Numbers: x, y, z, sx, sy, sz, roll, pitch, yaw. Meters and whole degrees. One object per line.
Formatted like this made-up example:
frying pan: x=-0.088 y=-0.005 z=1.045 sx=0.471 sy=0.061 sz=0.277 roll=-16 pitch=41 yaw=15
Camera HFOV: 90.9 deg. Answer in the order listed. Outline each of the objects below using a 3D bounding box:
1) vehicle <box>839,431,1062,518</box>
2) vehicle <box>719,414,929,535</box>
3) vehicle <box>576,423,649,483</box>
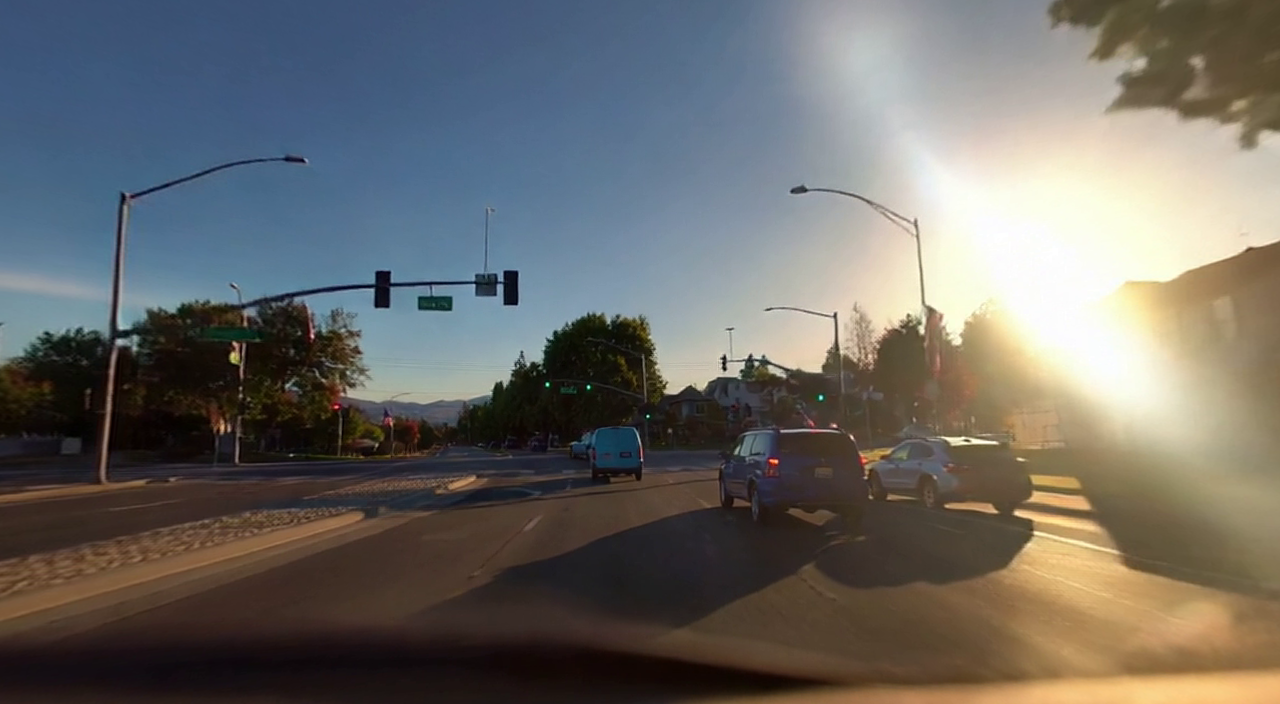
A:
vehicle: x=6.136 y=2.476 z=13.334 sx=2.124 sy=1.474 sz=4.880 roll=0 pitch=-8 yaw=-2
vehicle: x=2.900 y=2.063 z=11.241 sx=2.024 sy=1.686 sz=4.588 roll=1 pitch=-8 yaw=-5
vehicle: x=-1.081 y=3.449 z=21.708 sx=2.185 sy=1.822 sz=4.583 roll=1 pitch=-8 yaw=-6
